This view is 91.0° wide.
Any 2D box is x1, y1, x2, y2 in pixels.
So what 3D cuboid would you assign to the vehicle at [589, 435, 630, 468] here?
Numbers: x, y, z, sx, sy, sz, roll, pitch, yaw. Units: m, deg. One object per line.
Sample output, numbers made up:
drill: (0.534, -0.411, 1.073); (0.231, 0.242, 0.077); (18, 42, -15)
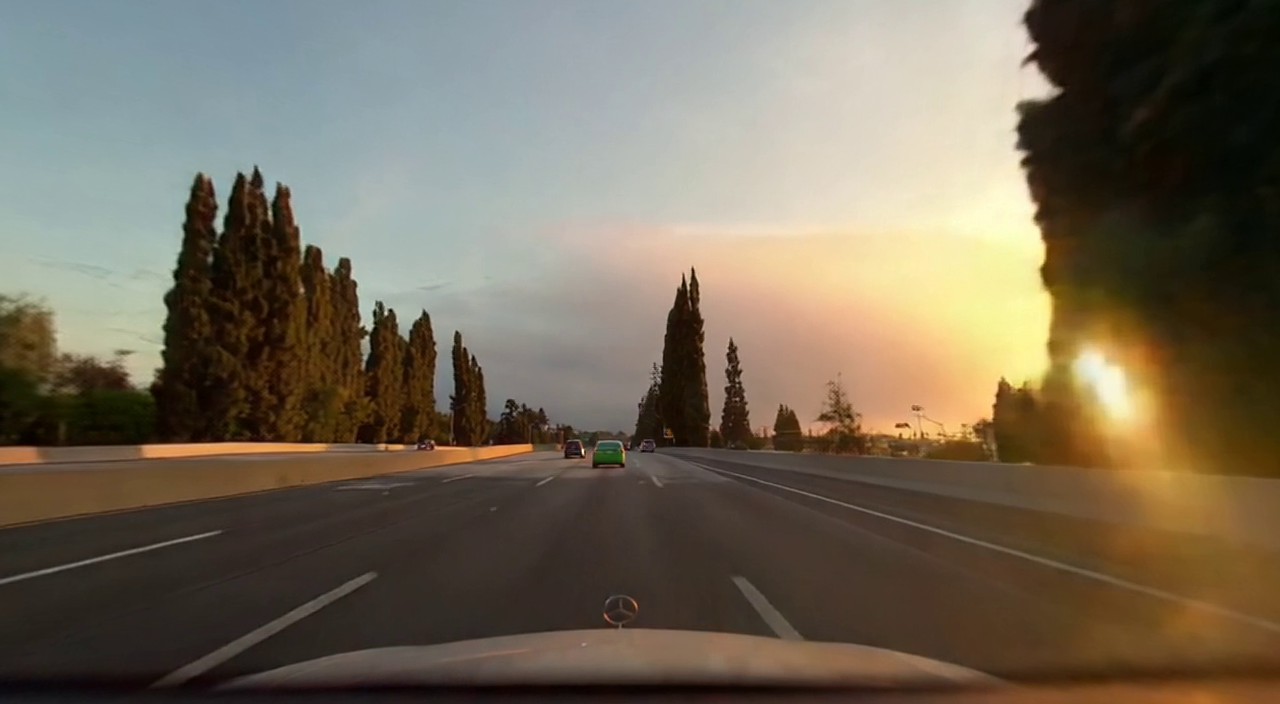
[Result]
vehicle: (-1.748, 5.921, 37.625); (2.302, 1.810, 4.707); (0, -8, -1)
